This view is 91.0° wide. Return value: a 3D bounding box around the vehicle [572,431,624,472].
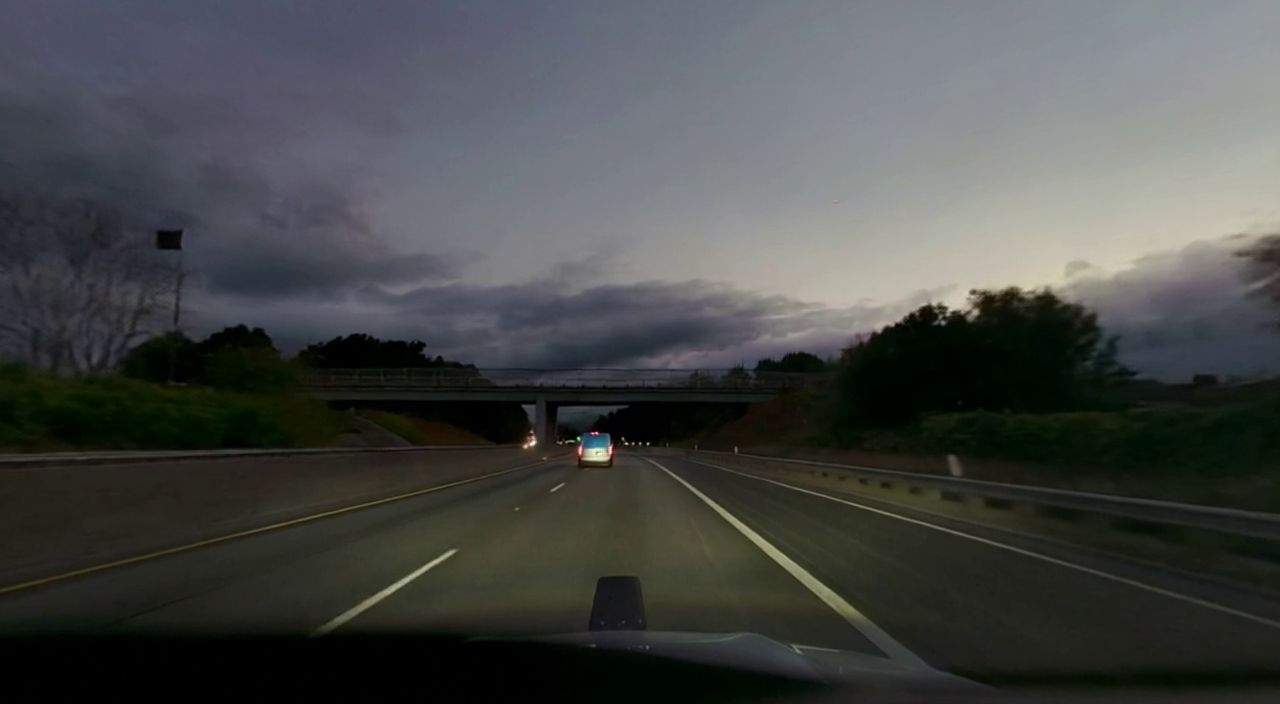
[{"bbox_3d":[-2.046,5.101,32.459,2.372,1.891,5.061,0,-8,-1],"label":"vehicle"}]
